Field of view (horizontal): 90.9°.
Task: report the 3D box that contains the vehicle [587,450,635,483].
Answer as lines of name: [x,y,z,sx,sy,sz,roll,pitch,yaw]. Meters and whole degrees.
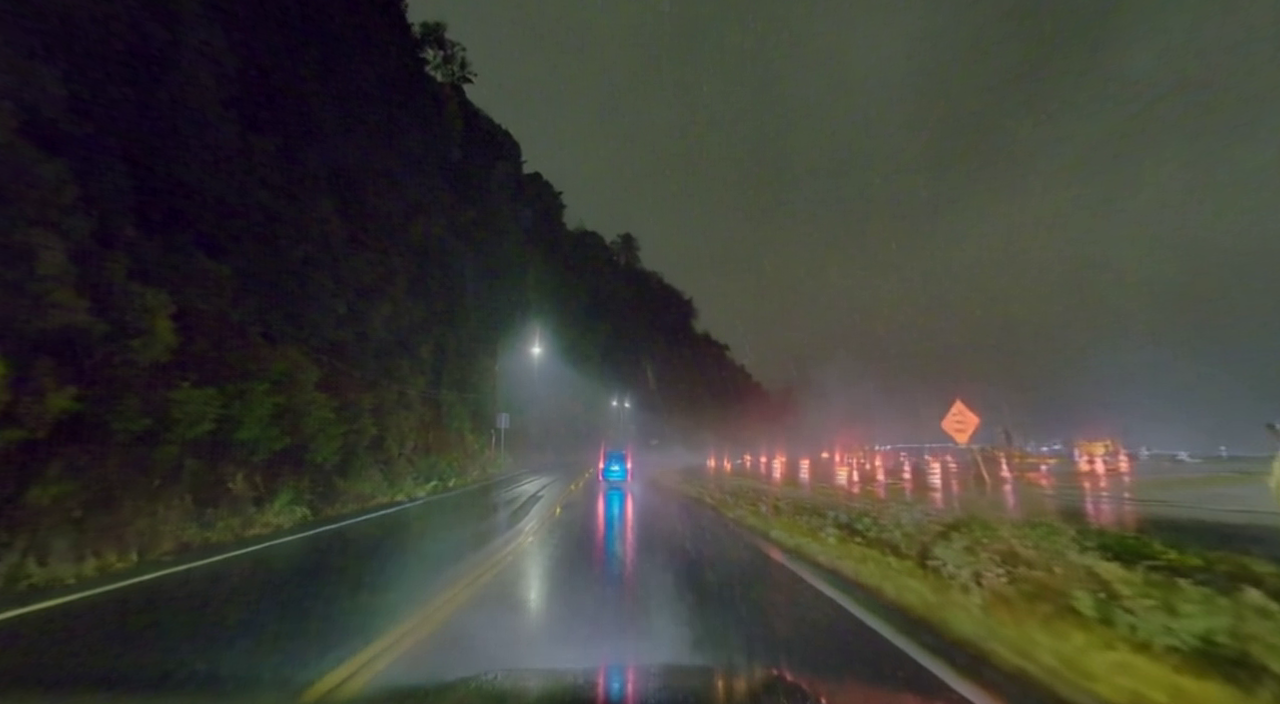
vehicle: [-1.498,5.708,31.654,2.259,1.503,4.075,0,-8,-4]
